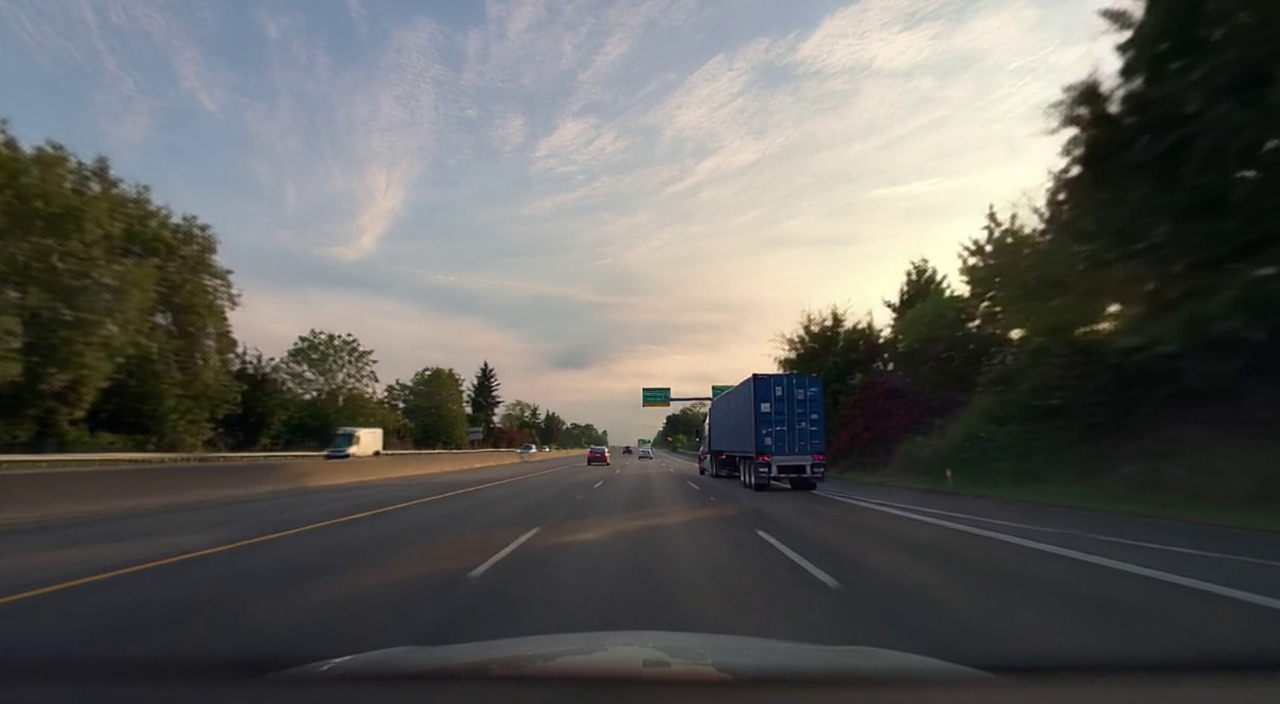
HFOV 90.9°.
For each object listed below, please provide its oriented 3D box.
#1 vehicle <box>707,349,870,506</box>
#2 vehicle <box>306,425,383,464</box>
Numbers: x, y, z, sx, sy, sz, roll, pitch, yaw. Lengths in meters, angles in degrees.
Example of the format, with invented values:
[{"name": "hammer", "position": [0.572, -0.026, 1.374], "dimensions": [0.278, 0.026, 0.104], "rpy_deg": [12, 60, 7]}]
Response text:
[{"name": "vehicle", "position": [4.487, 2.935, 22.757], "dimensions": [2.821, 4.046, 12.876], "rpy_deg": [0, -9, 0]}, {"name": "vehicle", "position": [-20.146, 6.417, 43.368], "dimensions": [2.281, 2.459, 6.049], "rpy_deg": [-1, -9, 1]}]
